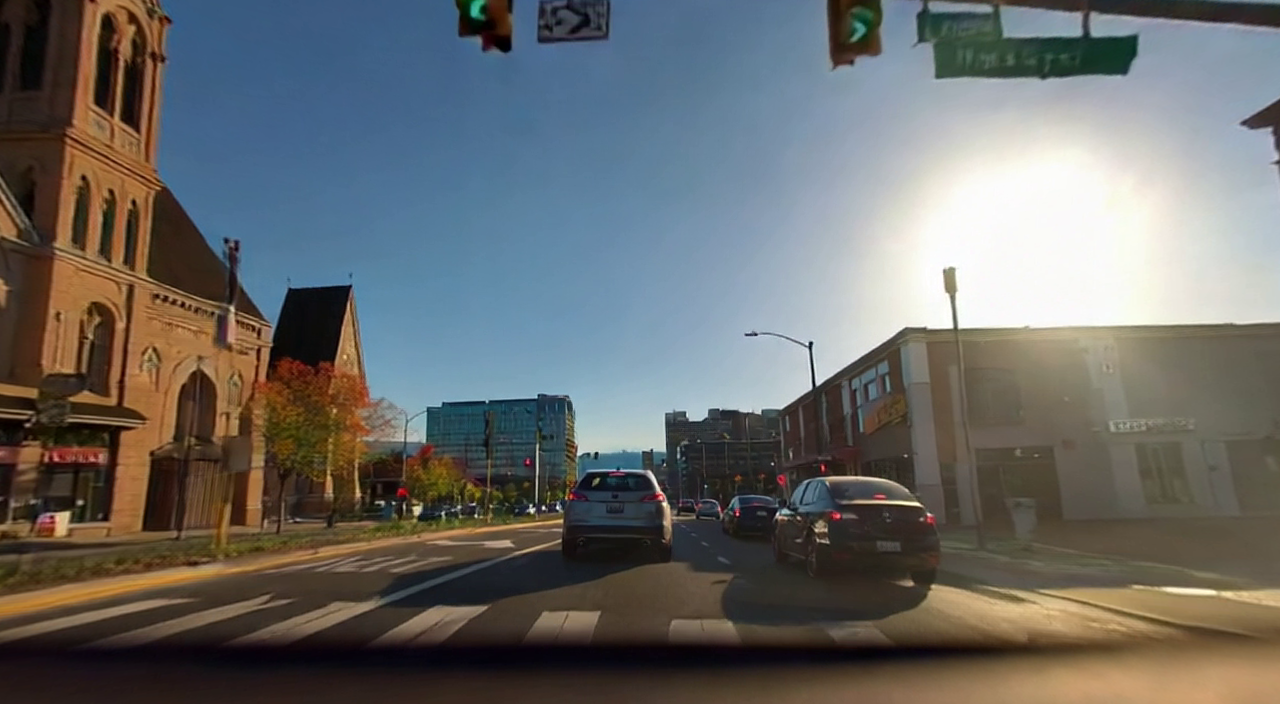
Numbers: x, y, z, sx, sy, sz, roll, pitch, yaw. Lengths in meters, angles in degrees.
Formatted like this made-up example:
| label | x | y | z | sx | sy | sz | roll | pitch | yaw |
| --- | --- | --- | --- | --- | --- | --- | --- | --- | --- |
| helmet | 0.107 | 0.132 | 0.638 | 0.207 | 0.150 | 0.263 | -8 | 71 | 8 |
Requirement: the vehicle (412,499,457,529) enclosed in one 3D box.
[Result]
| label | x | y | z | sx | sy | sz | roll | pitch | yaw |
| --- | --- | --- | --- | --- | --- | --- | --- | --- | --- |
| vehicle | -15.754 | 12.407 | 48.684 | 1.901 | 1.532 | 4.733 | -1 | -6 | 1 |

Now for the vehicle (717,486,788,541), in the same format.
| label | x | y | z | sx | sy | sz | roll | pitch | yaw |
| --- | --- | --- | --- | --- | --- | --- | --- | --- | --- |
| vehicle | 3.879 | 5.642 | 22.423 | 1.890 | 1.491 | 4.166 | 0 | -9 | 2 |

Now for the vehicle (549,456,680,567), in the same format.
| label | x | y | z | sx | sy | sz | roll | pitch | yaw |
| --- | --- | --- | --- | --- | --- | --- | --- | --- | --- |
| vehicle | -0.408 | 3.004 | 12.654 | 2.168 | 1.776 | 4.135 | 0 | -9 | 0 |

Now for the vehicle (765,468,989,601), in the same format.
| label | x | y | z | sx | sy | sz | roll | pitch | yaw |
| --- | --- | --- | --- | --- | --- | --- | --- | --- | --- |
| vehicle | 3.323 | 2.626 | 9.955 | 1.883 | 1.472 | 4.471 | 0 | -9 | 1 |
